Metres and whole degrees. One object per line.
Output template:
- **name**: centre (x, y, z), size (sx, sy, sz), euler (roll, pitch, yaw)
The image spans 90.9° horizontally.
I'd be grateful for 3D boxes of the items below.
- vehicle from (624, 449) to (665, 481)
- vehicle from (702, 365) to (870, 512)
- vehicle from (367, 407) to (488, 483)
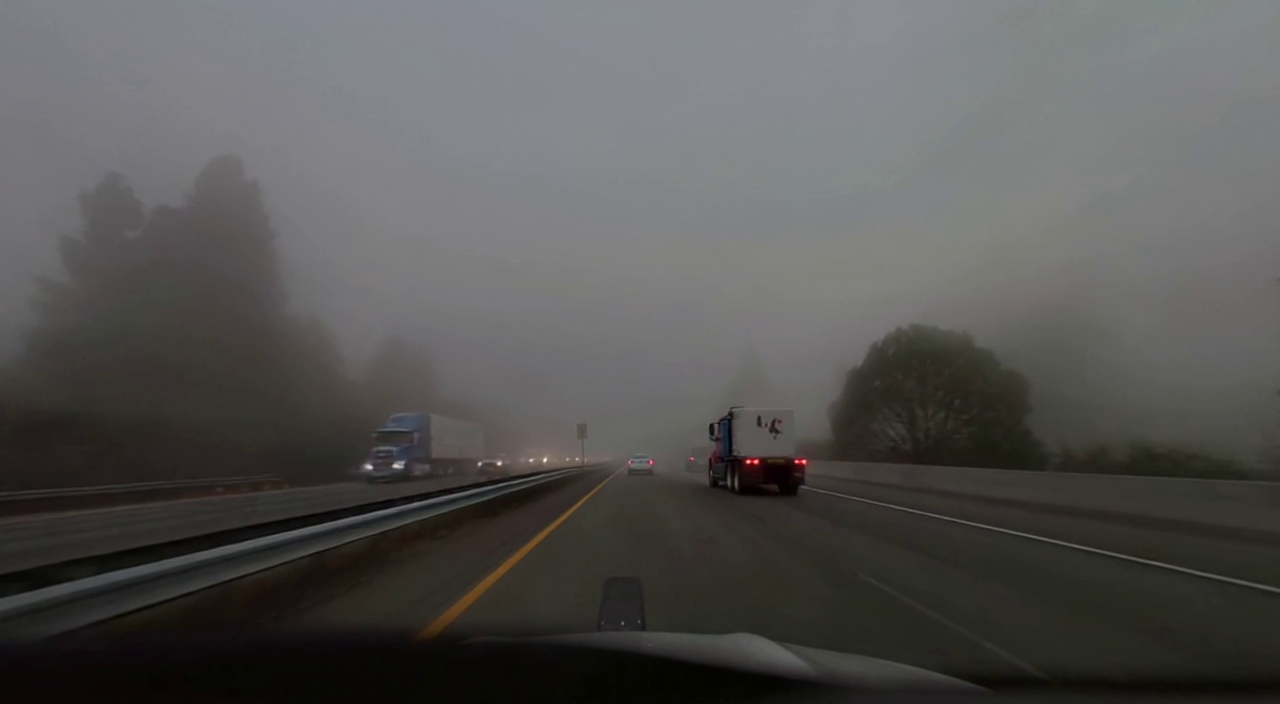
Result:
- **vehicle**: centre (0.199, 5.620, 31.512), size (1.939, 1.495, 3.612), euler (0, -9, -1)
- **vehicle**: centre (4.253, 3.105, 21.966), size (2.885, 3.679, 12.102), euler (0, -9, 0)
- **vehicle**: centre (-13.011, 6.078, 40.716), size (2.923, 3.978, 14.760), euler (0, -9, -1)
